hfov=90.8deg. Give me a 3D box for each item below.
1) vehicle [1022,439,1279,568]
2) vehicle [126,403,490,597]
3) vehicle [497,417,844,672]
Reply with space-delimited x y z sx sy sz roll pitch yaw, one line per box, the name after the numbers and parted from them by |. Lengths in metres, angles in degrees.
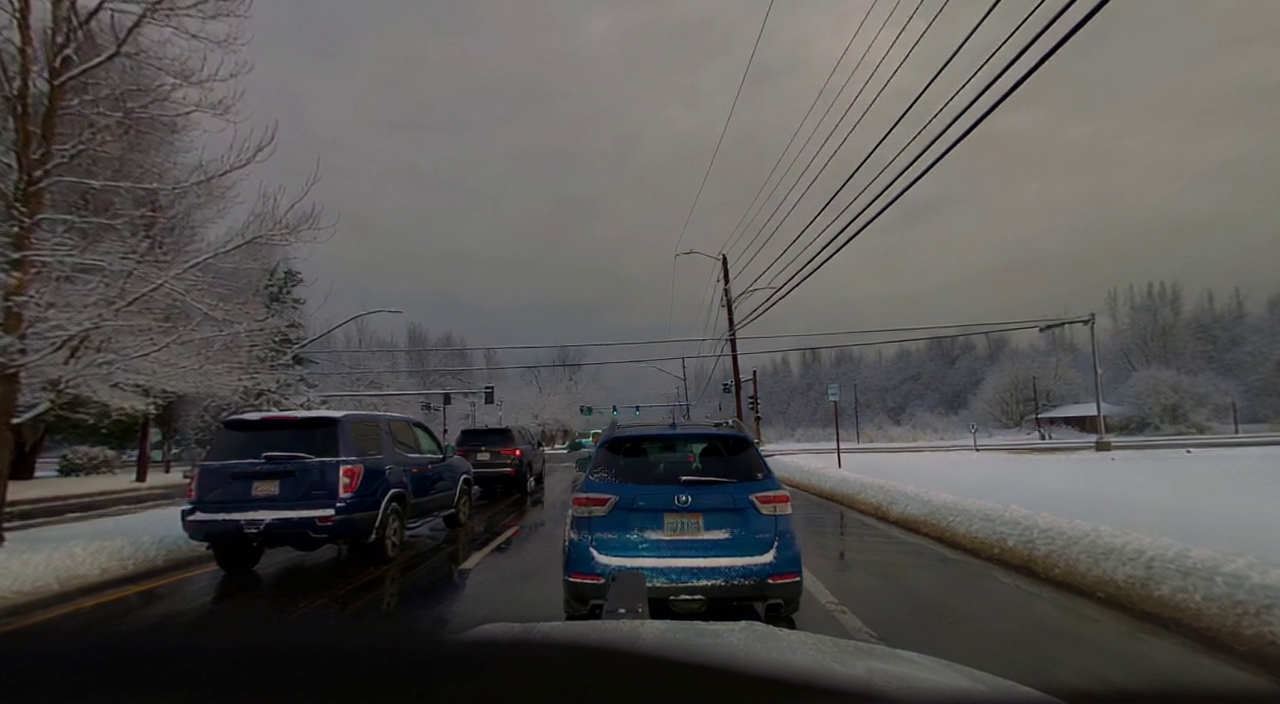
8.374 2.137 9.803 1.993 1.508 4.521 0 -9 -1 | vehicle
-3.476 1.635 7.849 2.105 1.706 4.337 0 -8 0 | vehicle
0.119 1.438 5.820 2.056 1.487 4.003 0 -9 -2 | vehicle
